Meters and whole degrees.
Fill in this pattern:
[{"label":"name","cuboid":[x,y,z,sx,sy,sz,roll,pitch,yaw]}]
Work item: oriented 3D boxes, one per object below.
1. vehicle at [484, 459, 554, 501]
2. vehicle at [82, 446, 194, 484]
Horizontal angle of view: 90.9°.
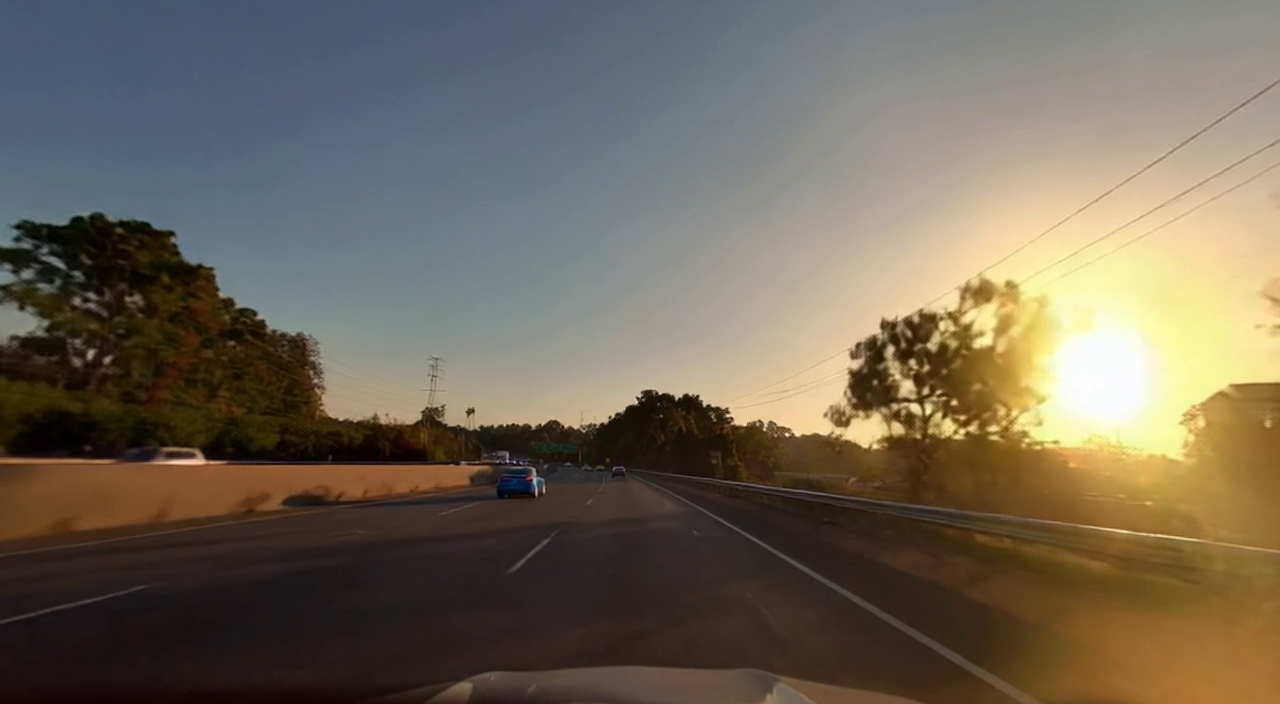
[{"label":"vehicle","cuboid":[-5.306,5.696,28.240,2.194,1.704,4.421,1,-10,1]},{"label":"vehicle","cuboid":[-23.127,5.265,29.280,1.847,1.587,4.053,1,-10,-1]}]
